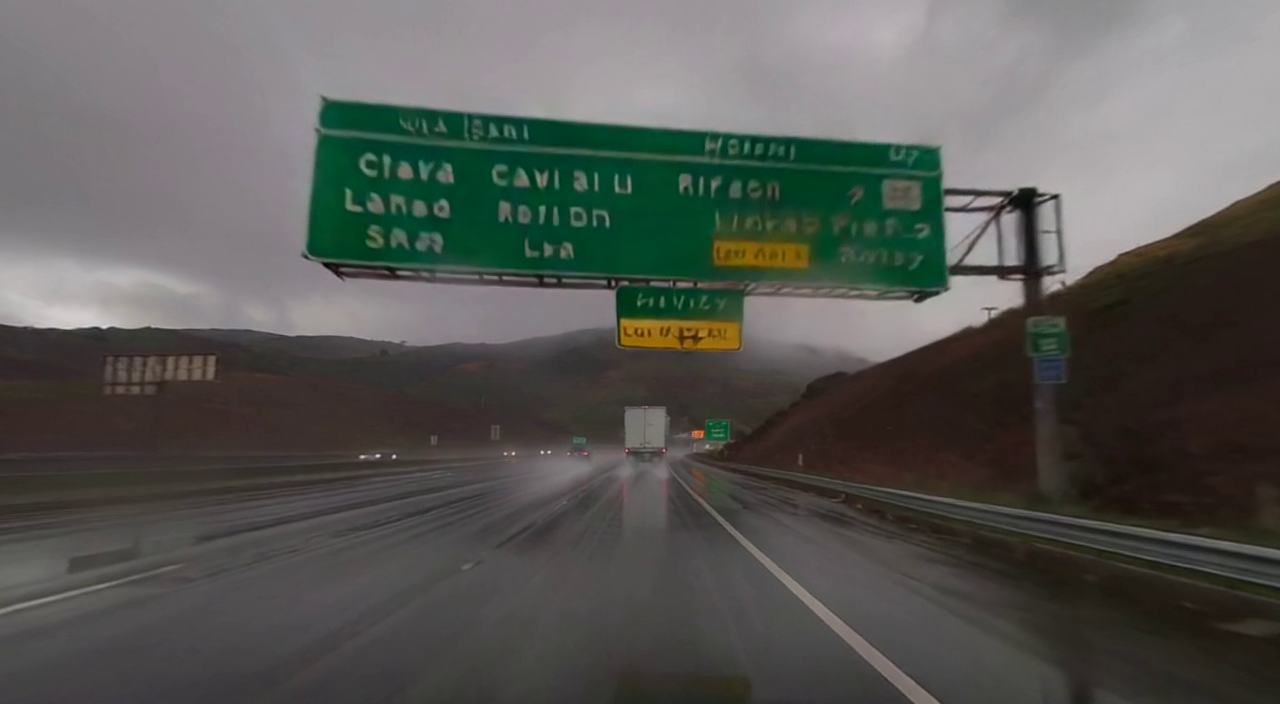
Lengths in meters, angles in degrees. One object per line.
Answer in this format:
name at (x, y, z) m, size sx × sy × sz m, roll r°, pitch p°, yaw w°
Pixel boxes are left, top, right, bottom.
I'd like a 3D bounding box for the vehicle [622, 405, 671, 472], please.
vehicle at (0.538, 6.272, 44.975) m, size 3.039 × 4.131 × 11.822 m, roll 0°, pitch -9°, yaw 2°
